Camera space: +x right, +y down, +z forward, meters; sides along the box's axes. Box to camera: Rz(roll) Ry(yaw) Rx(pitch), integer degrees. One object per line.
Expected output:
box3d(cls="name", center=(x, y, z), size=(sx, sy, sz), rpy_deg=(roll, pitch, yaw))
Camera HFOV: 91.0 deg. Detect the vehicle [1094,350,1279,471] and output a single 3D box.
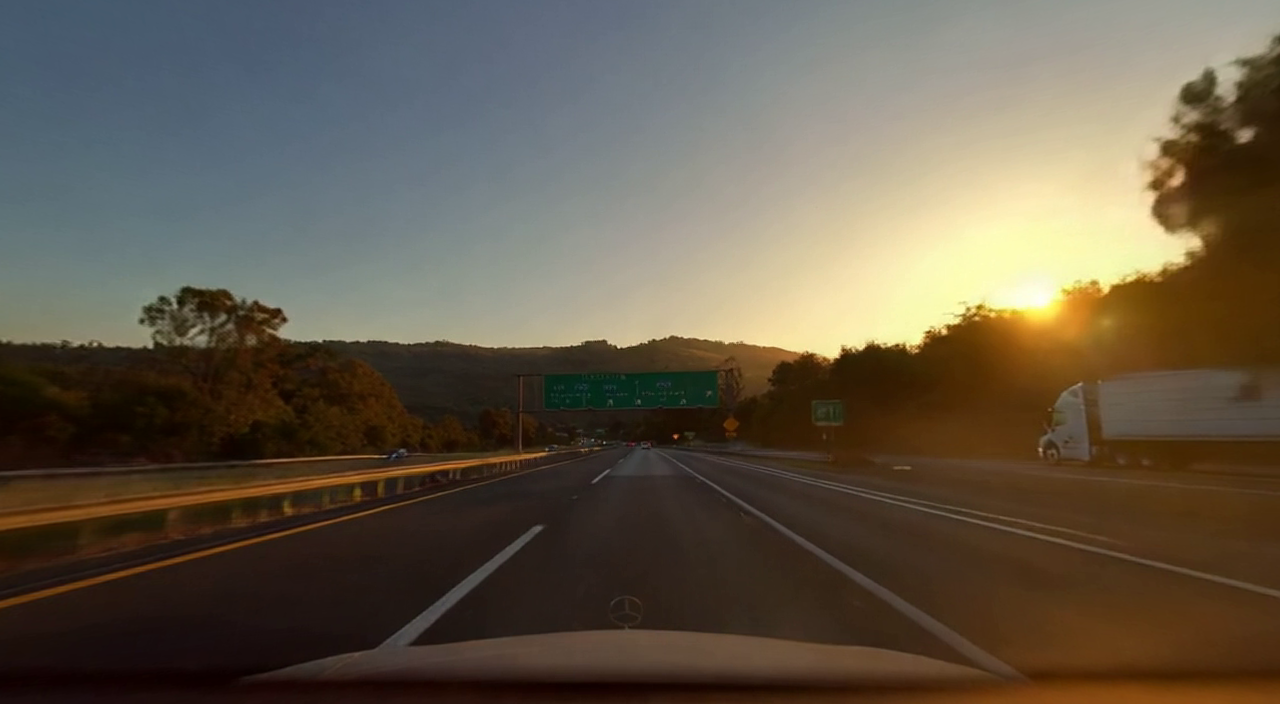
box3d(cls="vehicle", center=(23.300, 1.851, 20.365), size=(2.836, 4.027, 14.280), rpy_deg=(4, -9, -23))
